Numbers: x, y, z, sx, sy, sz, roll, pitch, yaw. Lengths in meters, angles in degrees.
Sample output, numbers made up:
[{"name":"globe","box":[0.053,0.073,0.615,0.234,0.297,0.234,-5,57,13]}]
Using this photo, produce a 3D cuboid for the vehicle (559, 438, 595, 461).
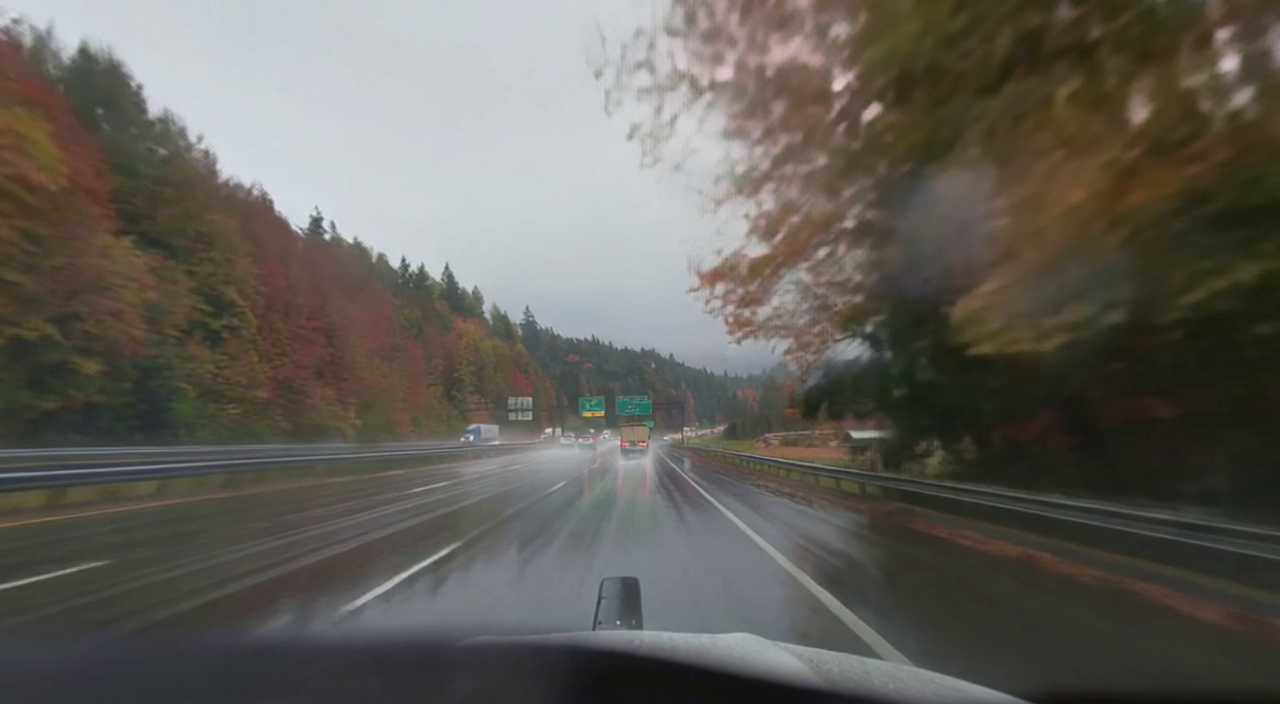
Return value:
[{"name":"vehicle","box":[-4.347,6.790,44.035,2.004,1.497,4.260,0,-8,1]}]
